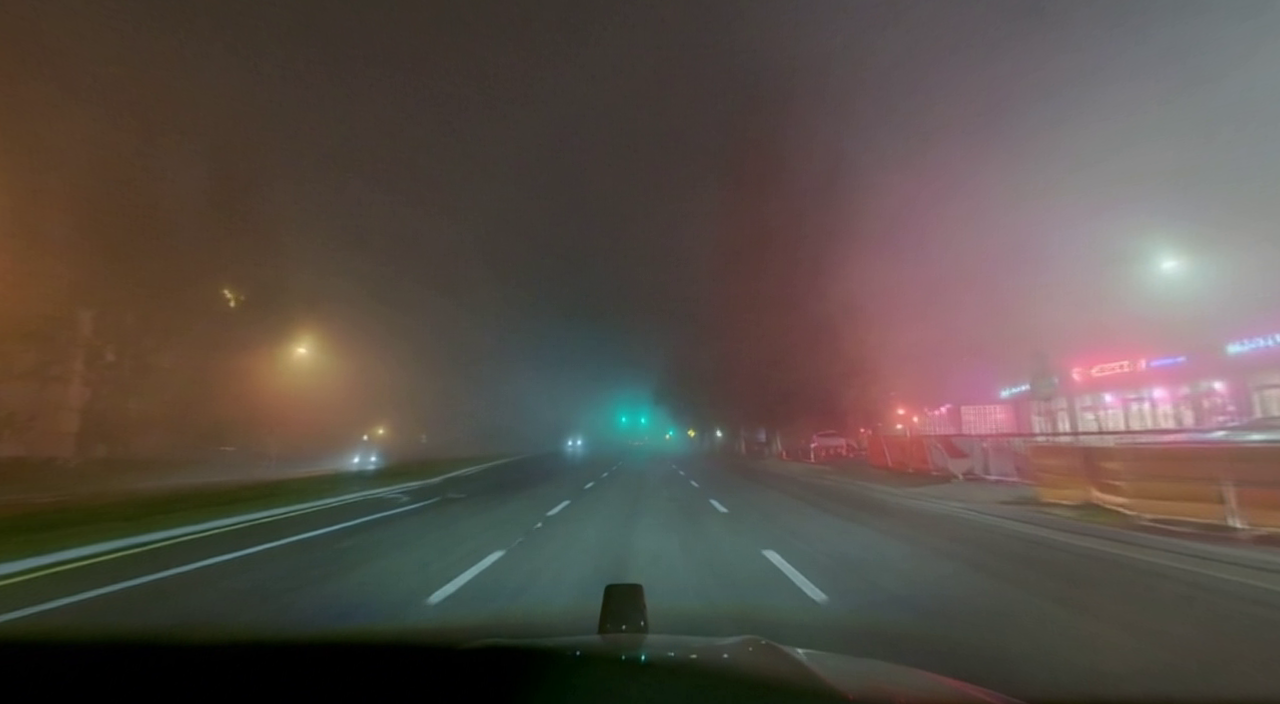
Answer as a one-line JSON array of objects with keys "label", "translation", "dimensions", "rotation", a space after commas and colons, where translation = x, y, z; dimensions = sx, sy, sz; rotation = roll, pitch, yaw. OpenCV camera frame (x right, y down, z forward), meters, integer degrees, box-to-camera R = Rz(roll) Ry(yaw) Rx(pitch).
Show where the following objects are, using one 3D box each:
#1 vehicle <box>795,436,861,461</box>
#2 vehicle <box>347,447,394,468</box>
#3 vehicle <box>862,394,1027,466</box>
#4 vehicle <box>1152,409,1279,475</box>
[{"label": "vehicle", "translation": [12.375, 6.363, 41.849], "dimensions": [1.948, 1.466, 4.520], "rotation": [-1, -7, -16]}, {"label": "vehicle", "translation": [-21.036, 8.239, 49.370], "dimensions": [1.794, 1.463, 4.332], "rotation": [0, -8, -2]}, {"label": "vehicle", "translation": [15.517, 4.042, 32.554], "dimensions": [6.641, 3.391, 3.387], "rotation": [0, -8, -4]}, {"label": "vehicle", "translation": [16.679, 2.374, 16.693], "dimensions": [4.450, 1.643, 1.996], "rotation": [0, -8, -1]}]
